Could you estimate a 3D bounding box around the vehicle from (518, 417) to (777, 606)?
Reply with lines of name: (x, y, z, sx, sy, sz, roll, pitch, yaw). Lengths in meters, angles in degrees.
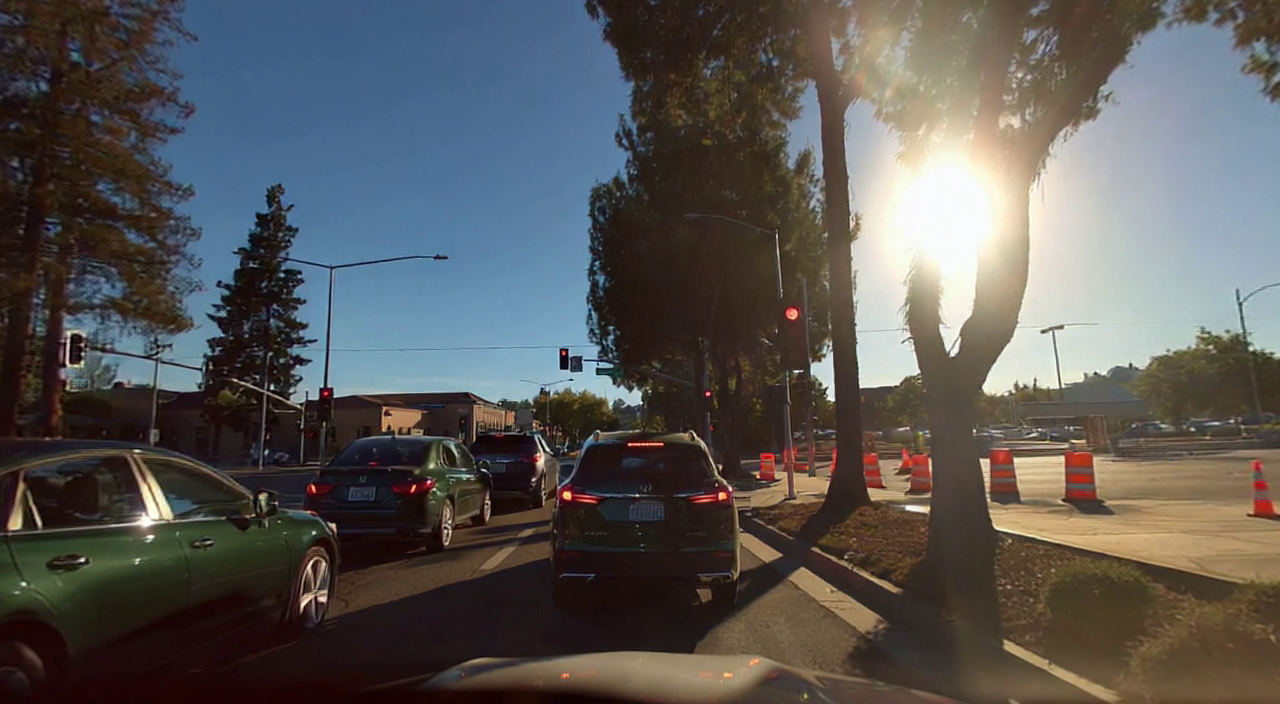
vehicle: (0.105, 1.623, 7.212, 2.167, 1.560, 3.676, 0, -9, 1)

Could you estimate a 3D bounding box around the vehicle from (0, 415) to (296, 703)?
vehicle: (-3.584, 0.945, 2.147, 2.064, 1.497, 4.722, 0, -9, 1)

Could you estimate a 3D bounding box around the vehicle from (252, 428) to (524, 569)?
vehicle: (-3.276, 1.996, 9.451, 1.989, 1.541, 4.626, 0, -9, 2)

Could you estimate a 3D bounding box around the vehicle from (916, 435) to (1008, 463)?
vehicle: (20.745, 6.281, 40.706, 4.827, 1.729, 1.986, 0, -9, 1)
